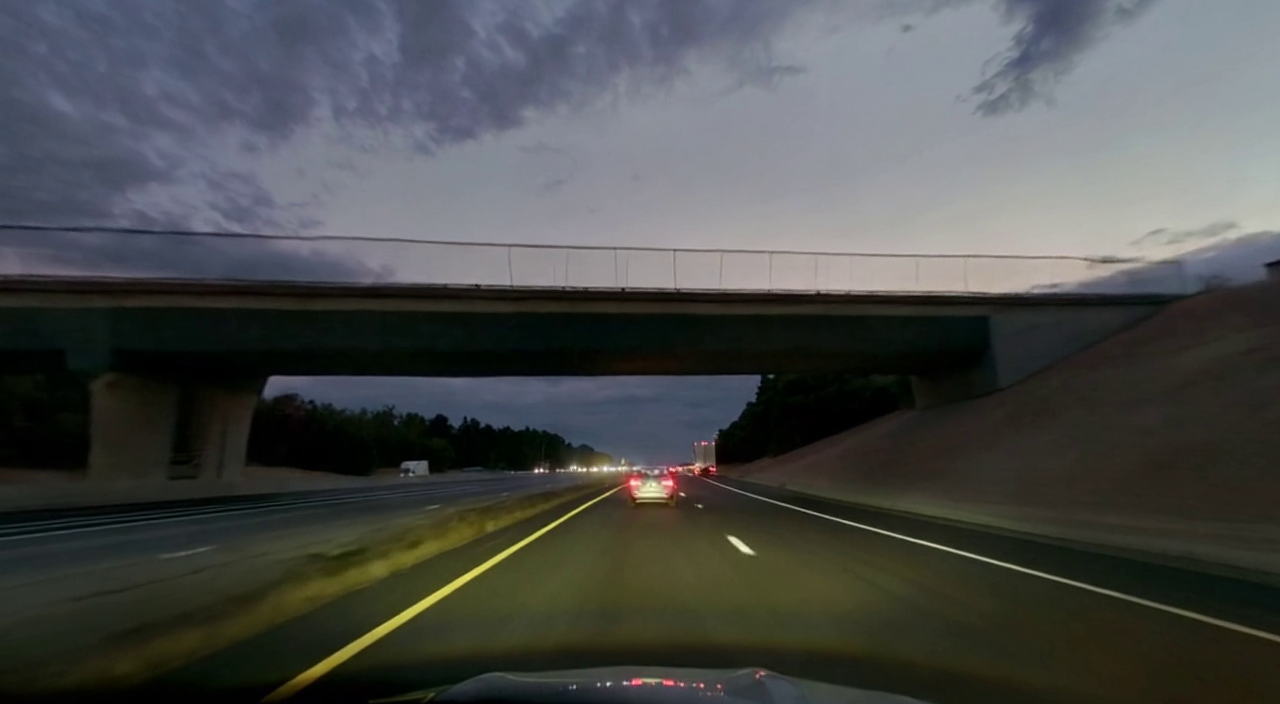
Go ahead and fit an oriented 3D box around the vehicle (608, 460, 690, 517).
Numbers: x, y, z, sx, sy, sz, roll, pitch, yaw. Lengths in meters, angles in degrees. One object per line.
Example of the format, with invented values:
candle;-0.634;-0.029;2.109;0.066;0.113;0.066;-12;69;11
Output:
vehicle;0.255;3.972;18.582;2.156;1.444;3.762;1;-10;0
